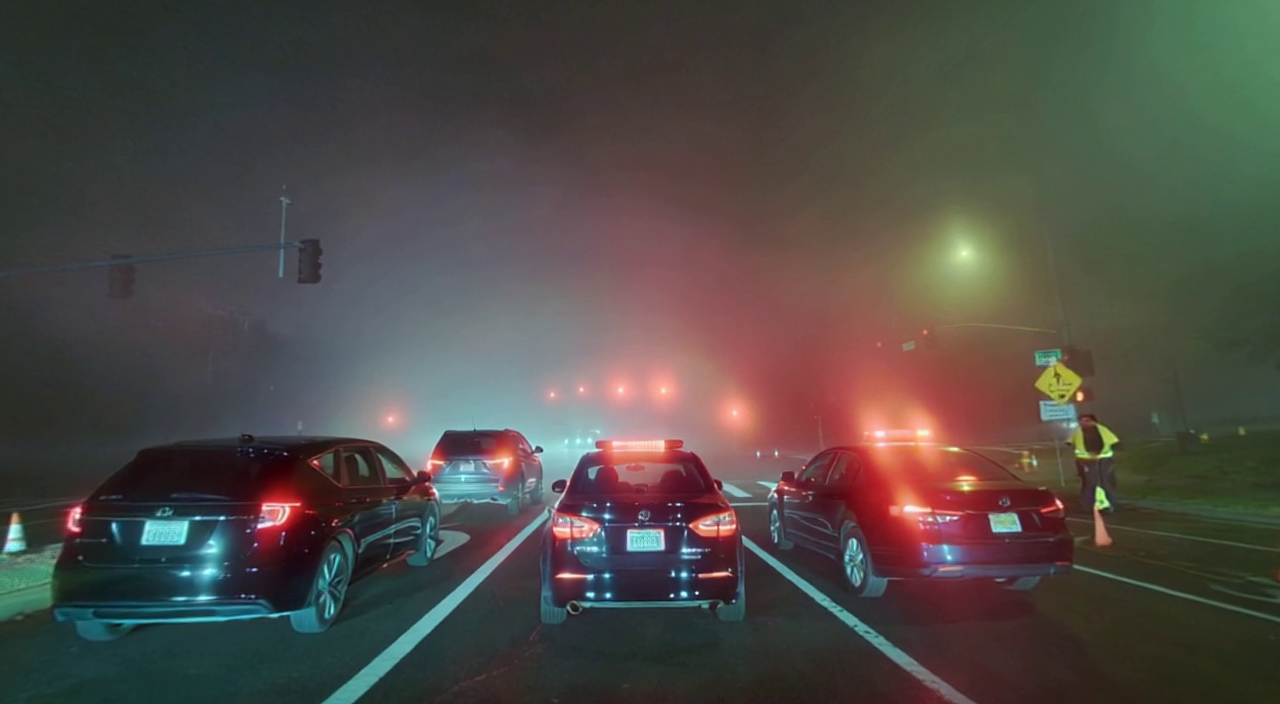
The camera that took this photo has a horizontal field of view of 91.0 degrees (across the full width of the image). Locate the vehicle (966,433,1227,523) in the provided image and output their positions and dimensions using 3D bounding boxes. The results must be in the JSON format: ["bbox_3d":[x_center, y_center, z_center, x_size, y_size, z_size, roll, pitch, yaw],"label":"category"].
[{"bbox_3d":[9.368,2.590,13.589,1.957,1.576,4.670,0,-9,-3],"label":"vehicle"}]

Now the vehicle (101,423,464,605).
[{"bbox_3d":[-3.600,1.676,7.400,1.863,1.526,4.006,0,-8,1],"label":"vehicle"}]

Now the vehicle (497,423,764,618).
[{"bbox_3d":[-0.116,1.627,7.096,2.061,1.486,4.332,0,-8,-1],"label":"vehicle"}]
